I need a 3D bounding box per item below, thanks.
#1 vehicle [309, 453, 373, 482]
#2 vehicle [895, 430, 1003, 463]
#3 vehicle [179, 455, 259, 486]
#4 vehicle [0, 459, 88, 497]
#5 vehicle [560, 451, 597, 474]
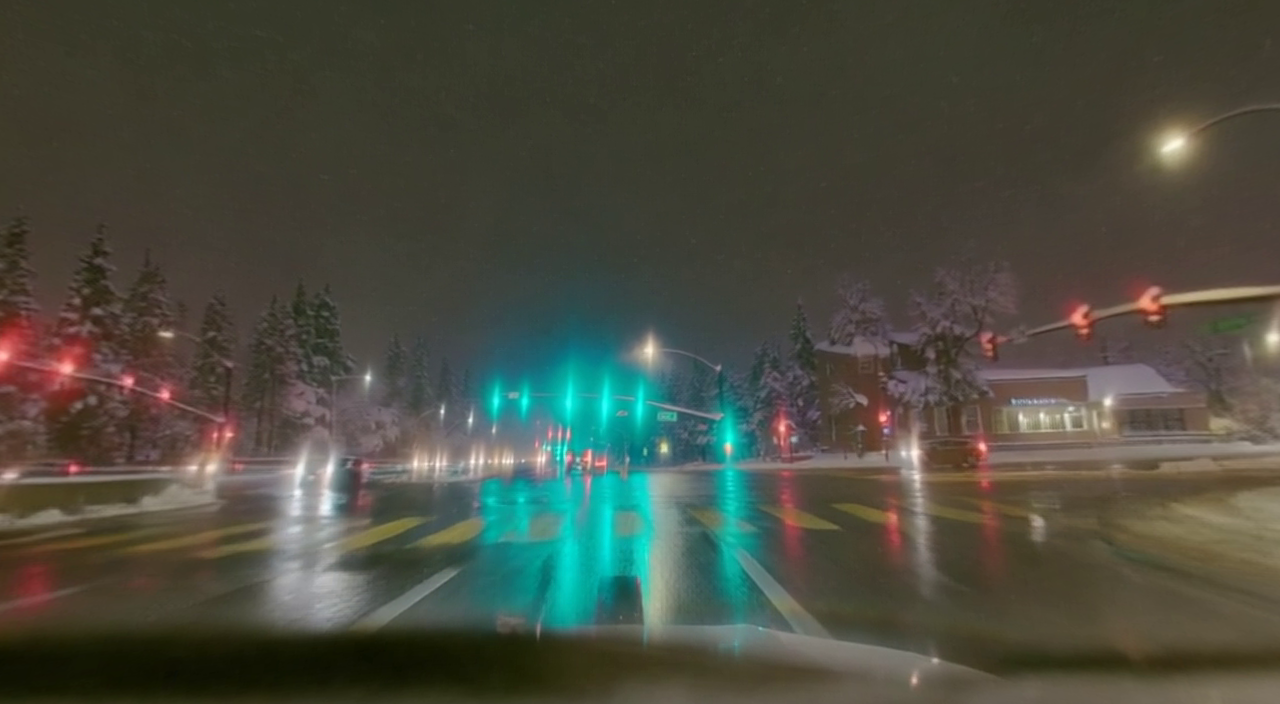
[{"bbox_3d":[-18.590,7.185,39.549,1.864,1.678,4.288,0,-8,1],"label":"vehicle"},{"bbox_3d":[17.740,5.460,36.487,5.003,1.786,2.369,0,-8,-2],"label":"vehicle"},{"bbox_3d":[-25.594,7.188,38.574,1.877,1.640,4.337,0,-8,0],"label":"vehicle"},{"bbox_3d":[-28.967,5.933,30.009,1.789,1.579,4.026,0,-8,0],"label":"vehicle"},{"bbox_3d":[-4.131,7.491,43.171,2.073,1.445,4.151,0,-8,0],"label":"vehicle"}]
